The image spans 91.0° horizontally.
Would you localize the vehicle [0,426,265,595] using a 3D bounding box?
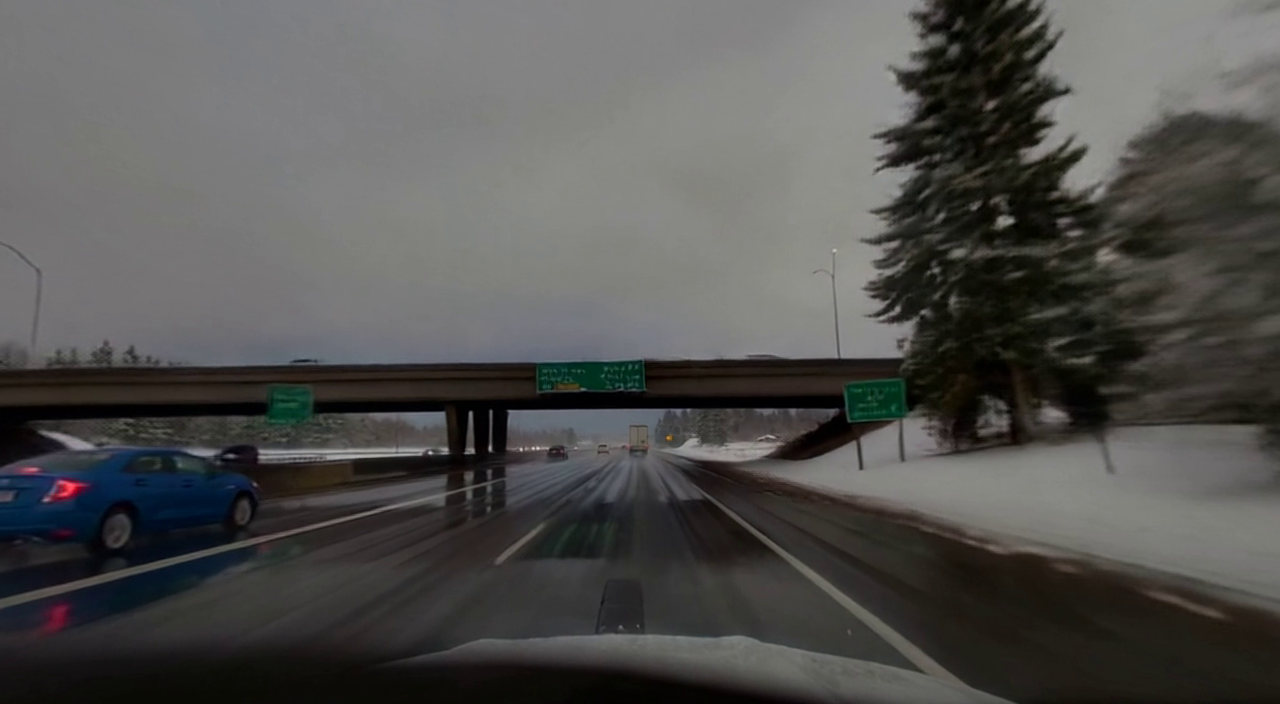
[{"bbox_3d":[-6.933,1.711,7.489,2.096,1.541,4.610,0,-8,0],"label":"vehicle"}]
